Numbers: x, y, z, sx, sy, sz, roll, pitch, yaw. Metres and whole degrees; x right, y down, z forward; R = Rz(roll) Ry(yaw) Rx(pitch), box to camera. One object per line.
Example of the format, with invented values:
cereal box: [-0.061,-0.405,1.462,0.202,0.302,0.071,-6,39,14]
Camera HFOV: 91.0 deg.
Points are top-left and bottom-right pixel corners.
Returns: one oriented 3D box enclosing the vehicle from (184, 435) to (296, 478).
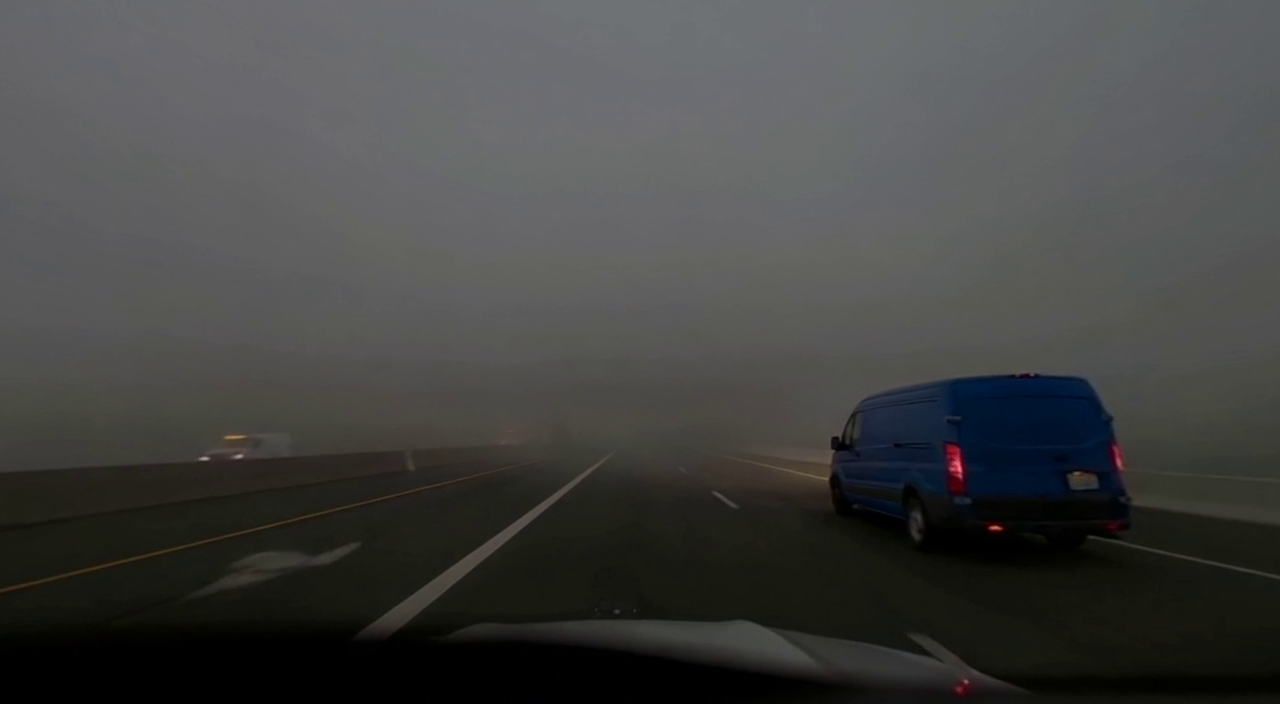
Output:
vehicle: [-21.438,5.579,34.095,2.355,2.100,5.568,-1,-8,0]

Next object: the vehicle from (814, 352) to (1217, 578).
vehicle: [4.007,1.317,8.011,2.161,2.002,4.631,0,-8,-1]
